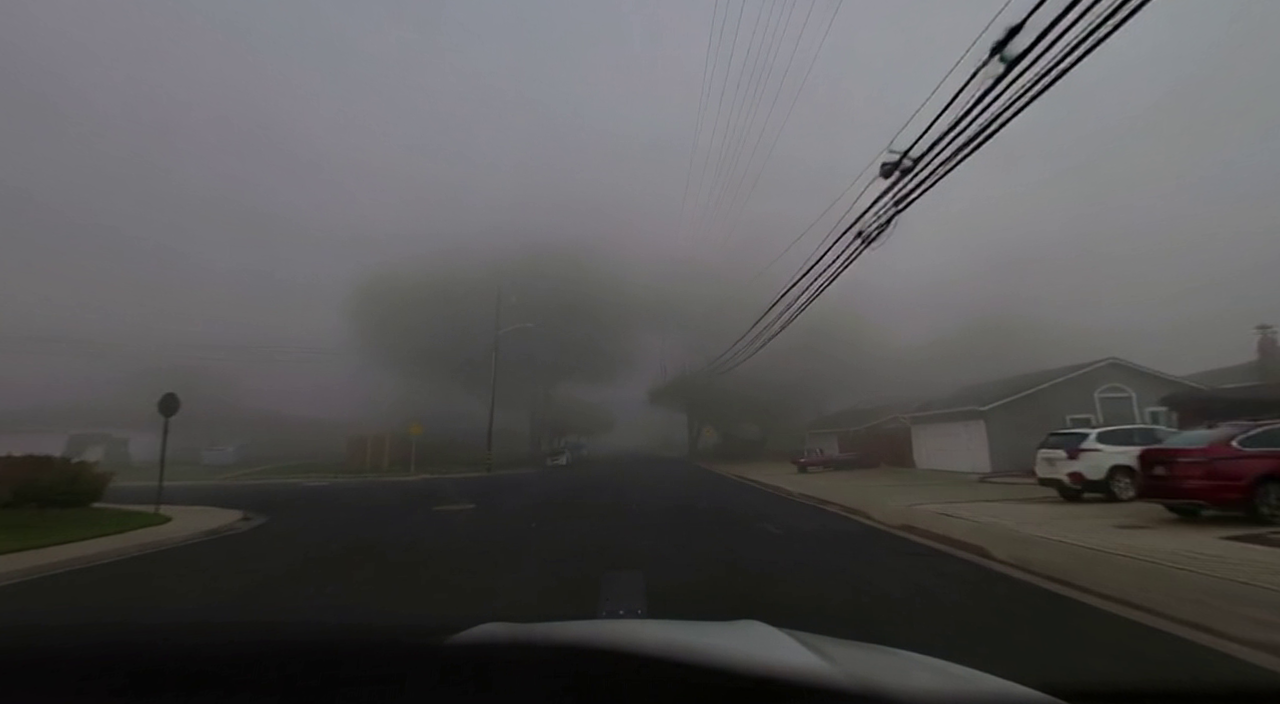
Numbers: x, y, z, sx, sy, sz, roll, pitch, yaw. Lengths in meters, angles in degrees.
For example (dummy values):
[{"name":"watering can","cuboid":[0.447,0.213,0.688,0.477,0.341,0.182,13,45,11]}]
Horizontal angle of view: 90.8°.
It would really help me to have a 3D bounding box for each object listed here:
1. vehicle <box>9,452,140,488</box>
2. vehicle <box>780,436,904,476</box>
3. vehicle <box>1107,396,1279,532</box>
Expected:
[{"name":"vehicle","cuboid":[-27.071,5.647,30.352,4.360,1.582,1.920,0,-8,-2]},{"name":"vehicle","cuboid":[9.076,4.723,28.769,4.846,1.577,2.146,-2,-8,0]},{"name":"vehicle","cuboid":[10.210,1.569,9.419,4.686,1.786,2.019,-3,-8,5]}]
